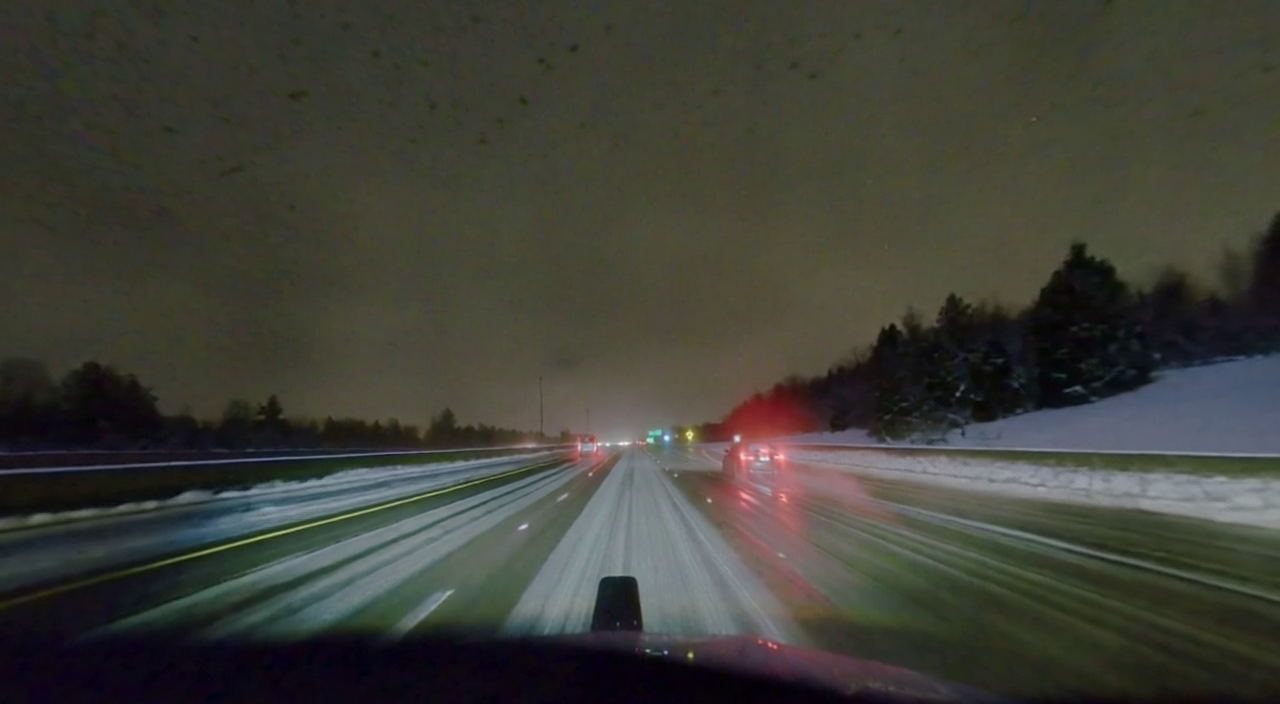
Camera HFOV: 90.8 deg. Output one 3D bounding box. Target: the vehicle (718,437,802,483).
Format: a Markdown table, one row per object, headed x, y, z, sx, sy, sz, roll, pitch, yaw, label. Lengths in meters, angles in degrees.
| x | y | z | sx | sy | sz | roll | pitch | yaw | label |
| --- | --- | --- | --- | --- | --- | --- | --- | --- | --- |
| 4.194 | 3.872 | 22.849 | 2.060 | 1.485 | 4.274 | 0 | -9 | -2 | vehicle |
